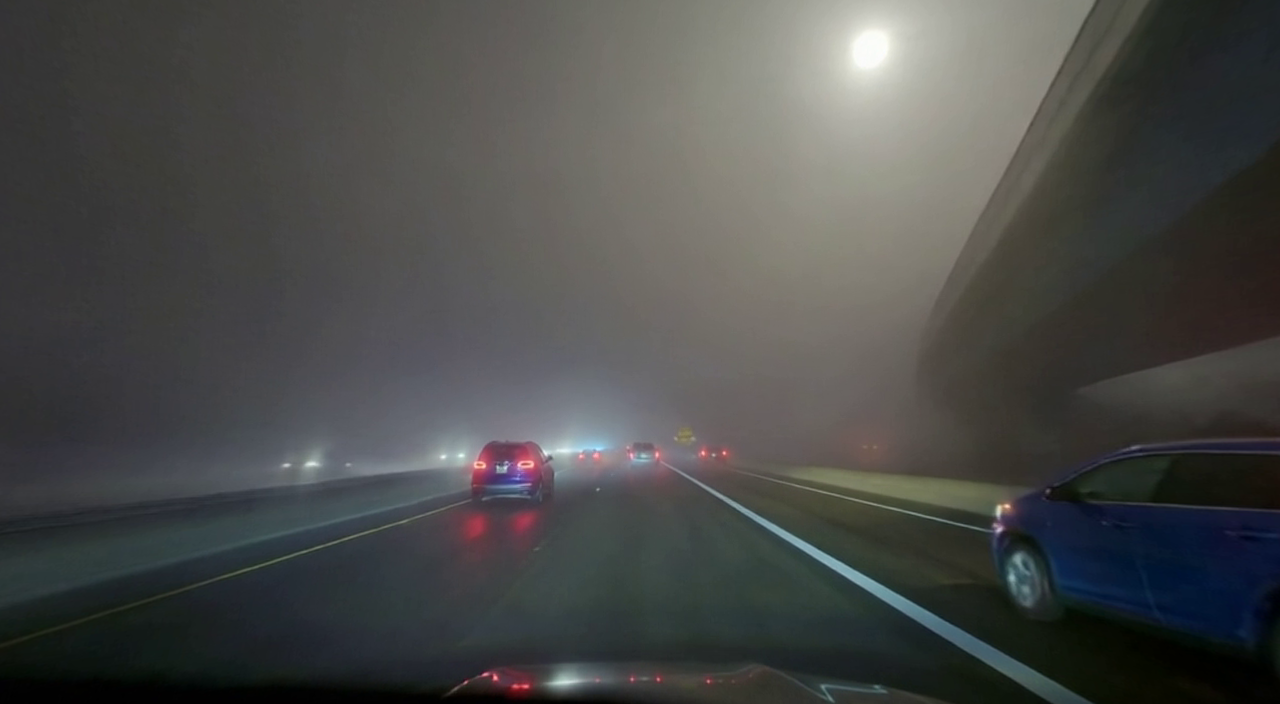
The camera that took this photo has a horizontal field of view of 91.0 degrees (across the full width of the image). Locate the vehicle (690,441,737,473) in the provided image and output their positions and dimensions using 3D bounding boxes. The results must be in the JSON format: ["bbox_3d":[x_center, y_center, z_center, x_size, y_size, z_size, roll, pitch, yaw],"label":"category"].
[{"bbox_3d":[4.360,6.317,38.101,2.231,1.807,4.588,0,-9,-1],"label":"vehicle"}]

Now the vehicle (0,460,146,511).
[{"bbox_3d":[-20.172,4.569,22.023,1.934,1.494,4.563,0,-9,3],"label":"vehicle"}]

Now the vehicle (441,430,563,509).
[{"bbox_3d":[-3.370,2.966,16.387,2.089,1.751,4.515,0,-9,1],"label":"vehicle"}]

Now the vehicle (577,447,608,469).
[{"bbox_3d":[-3.453,7.784,46.467,1.994,1.475,4.171,0,-9,0],"label":"vehicle"}]

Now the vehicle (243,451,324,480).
[{"bbox_3d":[-22.793,7.248,40.572,1.953,1.656,5.261,0,-9,3],"label":"vehicle"}]

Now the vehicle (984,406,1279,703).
[{"bbox_3d":[4.130,1.159,3.806,1.959,1.554,3.795,0,-9,1],"label":"vehicle"}]

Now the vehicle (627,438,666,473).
[{"bbox_3d":[0.340,6.034,36.894,2.155,1.909,4.529,0,-9,0],"label":"vehicle"}]
